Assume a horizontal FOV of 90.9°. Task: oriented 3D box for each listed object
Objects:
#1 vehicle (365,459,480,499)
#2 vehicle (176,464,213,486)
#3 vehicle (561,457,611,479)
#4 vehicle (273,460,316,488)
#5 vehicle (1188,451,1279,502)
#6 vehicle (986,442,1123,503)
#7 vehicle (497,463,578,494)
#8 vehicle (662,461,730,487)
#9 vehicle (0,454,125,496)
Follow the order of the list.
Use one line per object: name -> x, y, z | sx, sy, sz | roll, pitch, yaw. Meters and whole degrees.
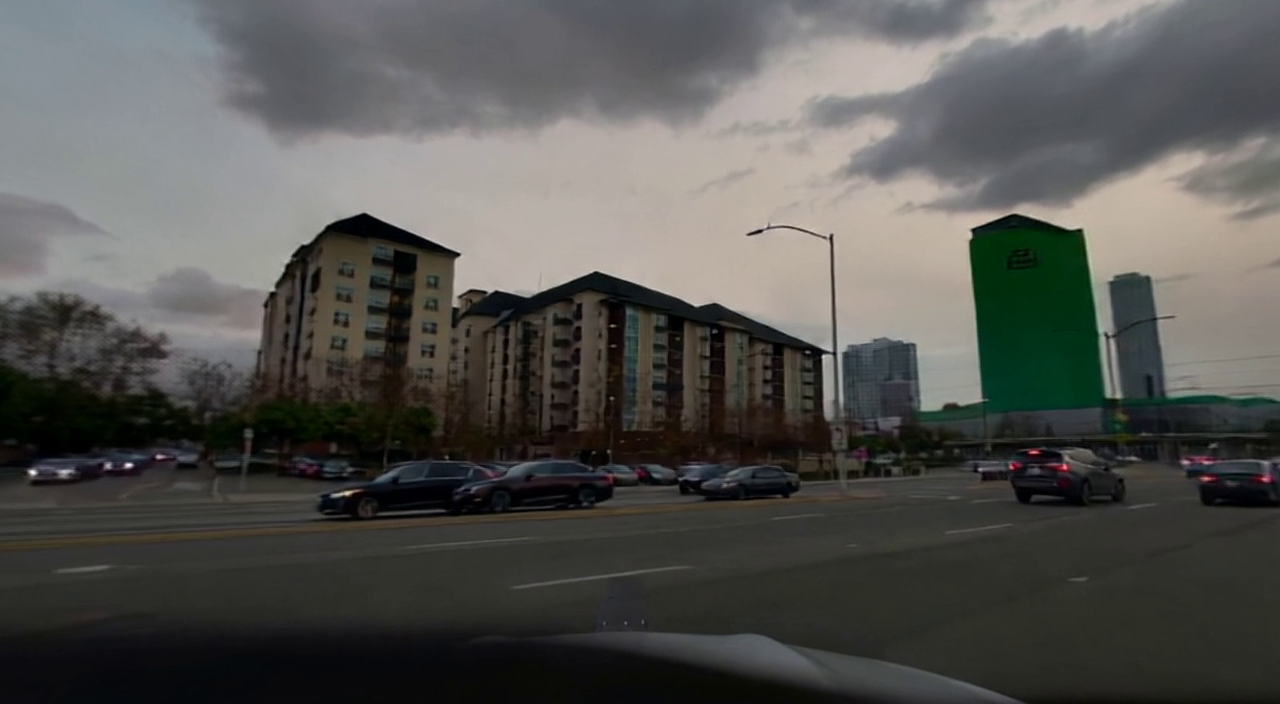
vehicle -> -11.065, 6.431, 32.266 | 5.127, 1.803, 2.011 | 6, -11, -35
vehicle -> -33.520, 9.261, 47.522 | 1.985, 1.453, 4.100 | 5, -10, -32
vehicle -> -4.138, 8.762, 47.784 | 2.133, 1.494, 4.108 | 5, -10, -32
vehicle -> -20.389, 7.128, 37.084 | 1.845, 1.509, 3.855 | 5, -10, -32
vehicle -> 19.854, 3.932, 20.310 | 4.710, 1.444, 2.041 | 6, -11, -34
vehicle -> 13.001, 3.691, 19.690 | 4.284, 1.692, 2.031 | 6, -11, -35
vehicle -> -5.846, 7.211, 36.272 | 4.215, 1.575, 1.884 | 7, -11, -38
vehicle -> 3.908, 8.467, 43.826 | 4.604, 1.600, 1.875 | 7, -11, -37
vehicle -> -29.569, 6.181, 31.934 | 4.920, 1.956, 1.865 | 2, -9, -12
